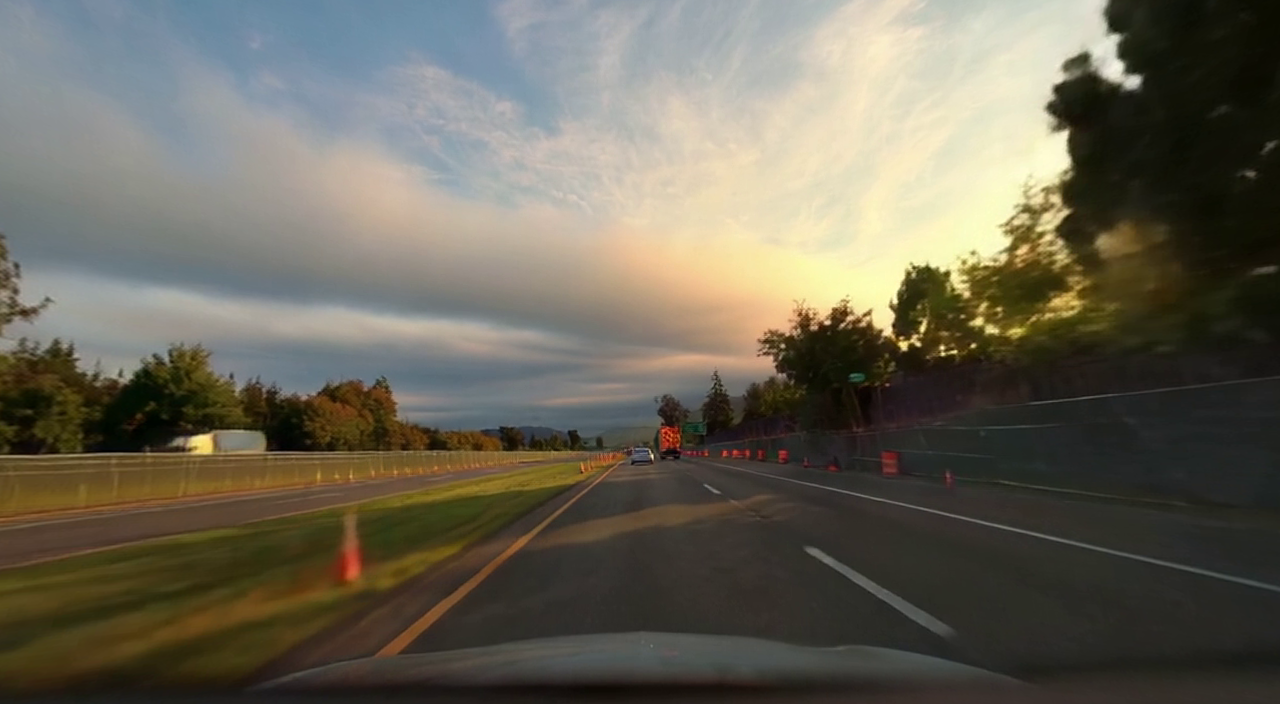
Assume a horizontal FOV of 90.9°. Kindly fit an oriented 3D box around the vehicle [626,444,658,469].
[{"bbox_3d":[0.111,7.003,42.358,2.065,1.573,3.734,0,-9,0],"label":"vehicle"}]
